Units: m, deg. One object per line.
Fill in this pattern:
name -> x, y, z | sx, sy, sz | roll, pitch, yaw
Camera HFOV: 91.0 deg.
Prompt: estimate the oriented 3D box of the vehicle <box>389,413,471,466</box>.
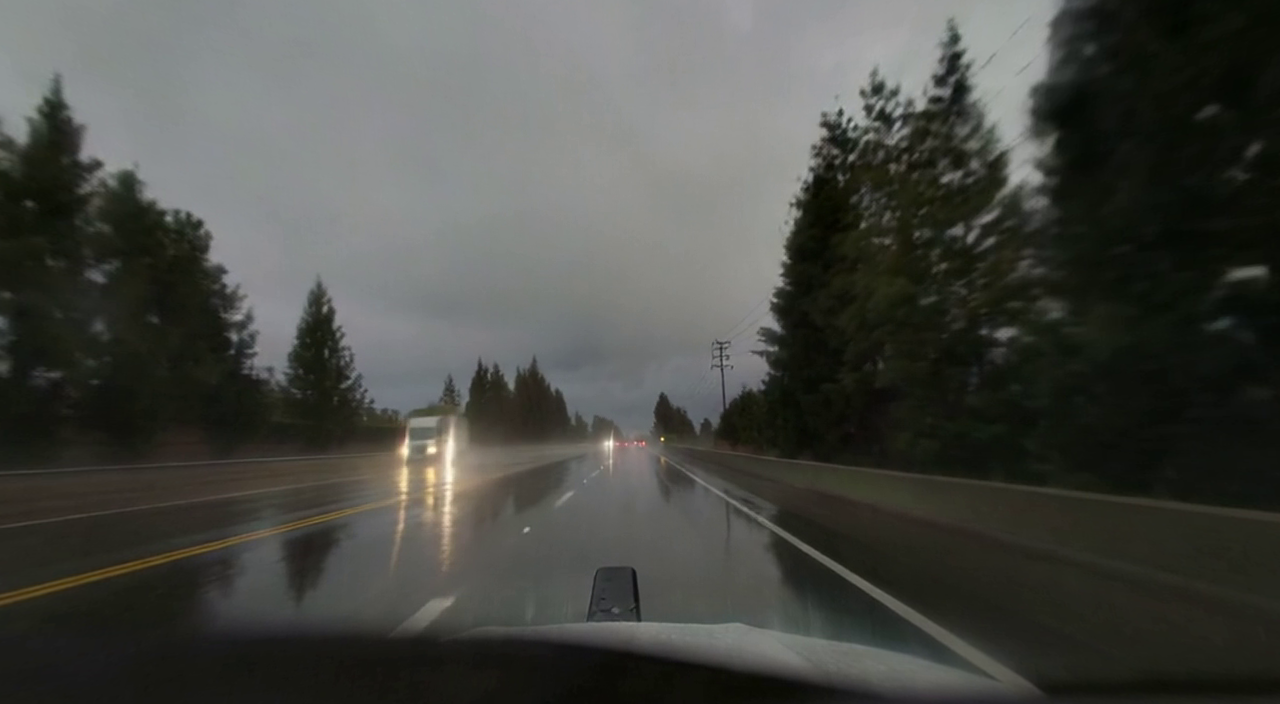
vehicle -> -15.014, 6.405, 45.865 | 2.906, 3.478, 8.700 | 0, -8, 0
